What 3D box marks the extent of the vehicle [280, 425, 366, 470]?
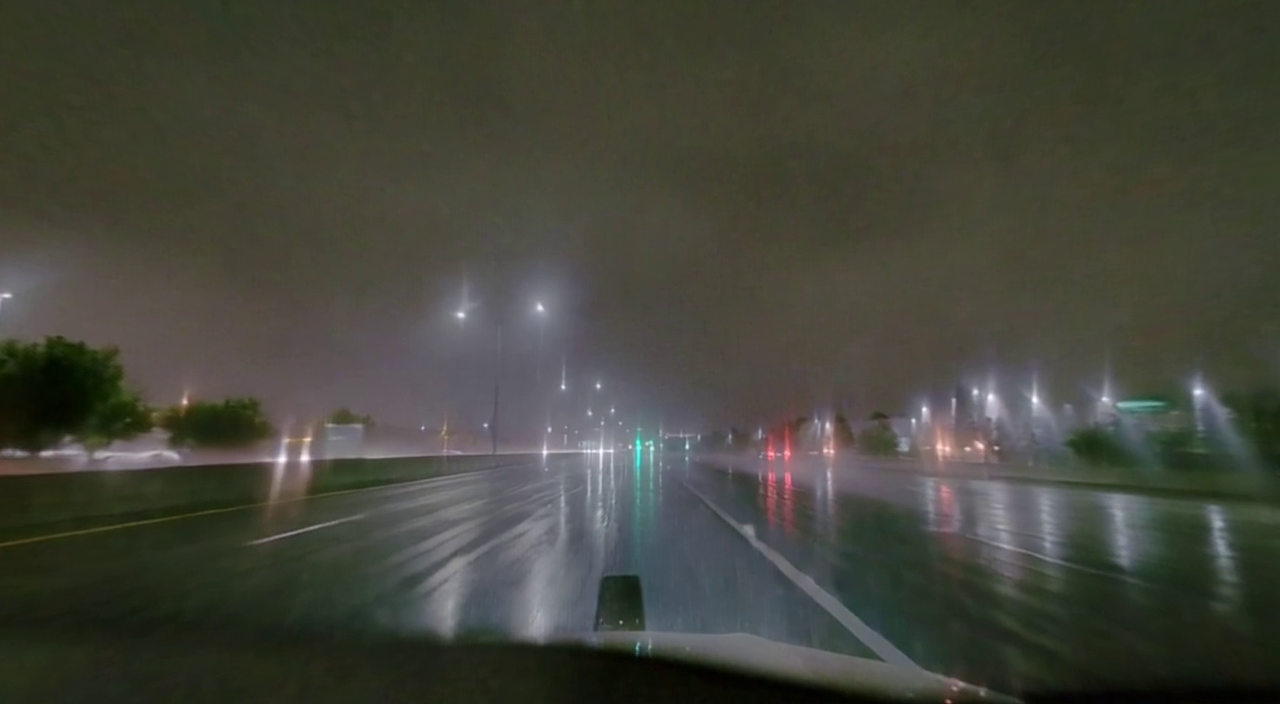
[{"bbox_3d":[-24.867,7.606,49.932,2.780,3.238,7.530,0,-9,1],"label":"vehicle"}]
